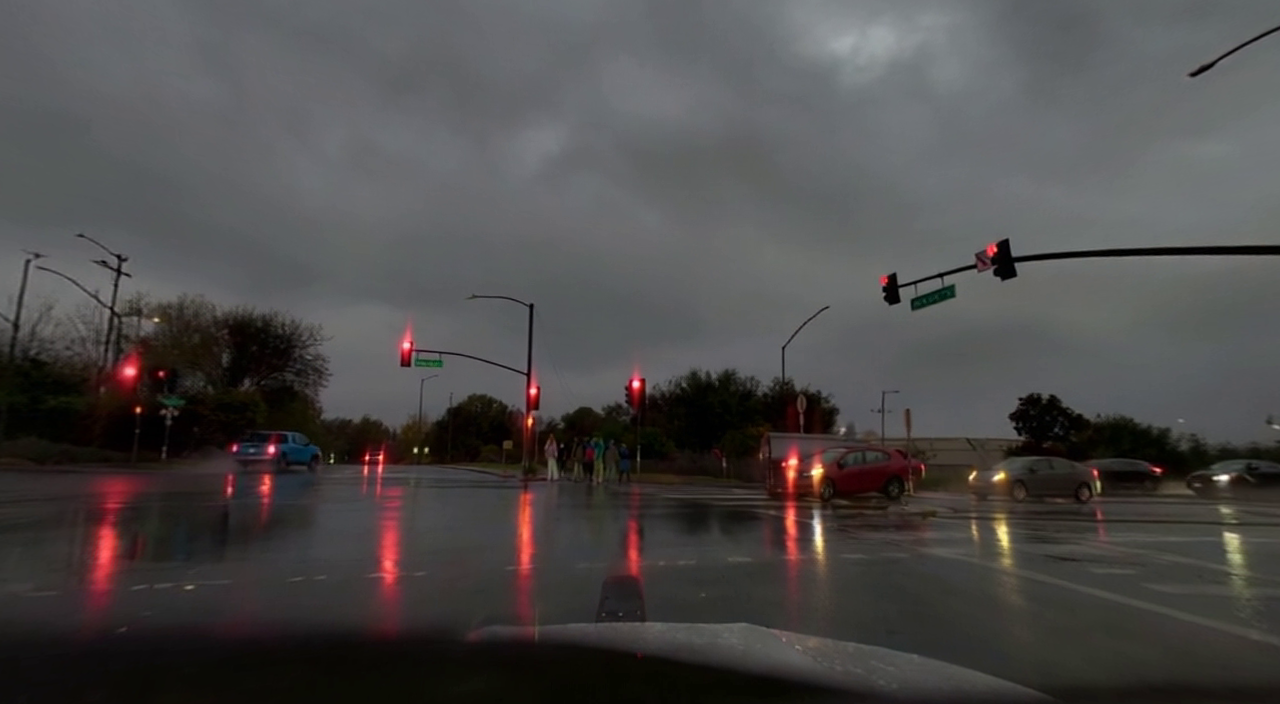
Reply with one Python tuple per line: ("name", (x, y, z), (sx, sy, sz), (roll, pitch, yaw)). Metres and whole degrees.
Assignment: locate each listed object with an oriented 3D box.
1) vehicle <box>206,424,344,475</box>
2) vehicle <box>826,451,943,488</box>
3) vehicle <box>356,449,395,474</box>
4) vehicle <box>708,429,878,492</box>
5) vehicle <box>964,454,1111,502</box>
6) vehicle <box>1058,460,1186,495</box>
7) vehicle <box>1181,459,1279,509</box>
("vehicle", (-15.919, 4.320, 27.969), (2.243, 2.011, 5.631), (-1, -9, 6))
("vehicle", (11.074, 5.330, 28.676), (4.537, 1.608, 1.827), (1, -9, -7))
("vehicle", (-17.071, 7.054, 40.824), (1.964, 1.525, 4.750), (3, -9, -19))
("vehicle", (5.448, 3.904, 22.704), (5.535, 1.896, 2.170), (4, -9, -9))
("vehicle", (15.253, 4.827, 24.313), (4.356, 1.498, 1.957), (-2, -8, -6))
("vehicle", (23.071, 6.018, 30.234), (4.793, 1.533, 1.874), (1, -9, -6))
("vehicle", (24.650, 5.243, 25.268), (4.322, 1.522, 1.795), (-4, -9, -8))
